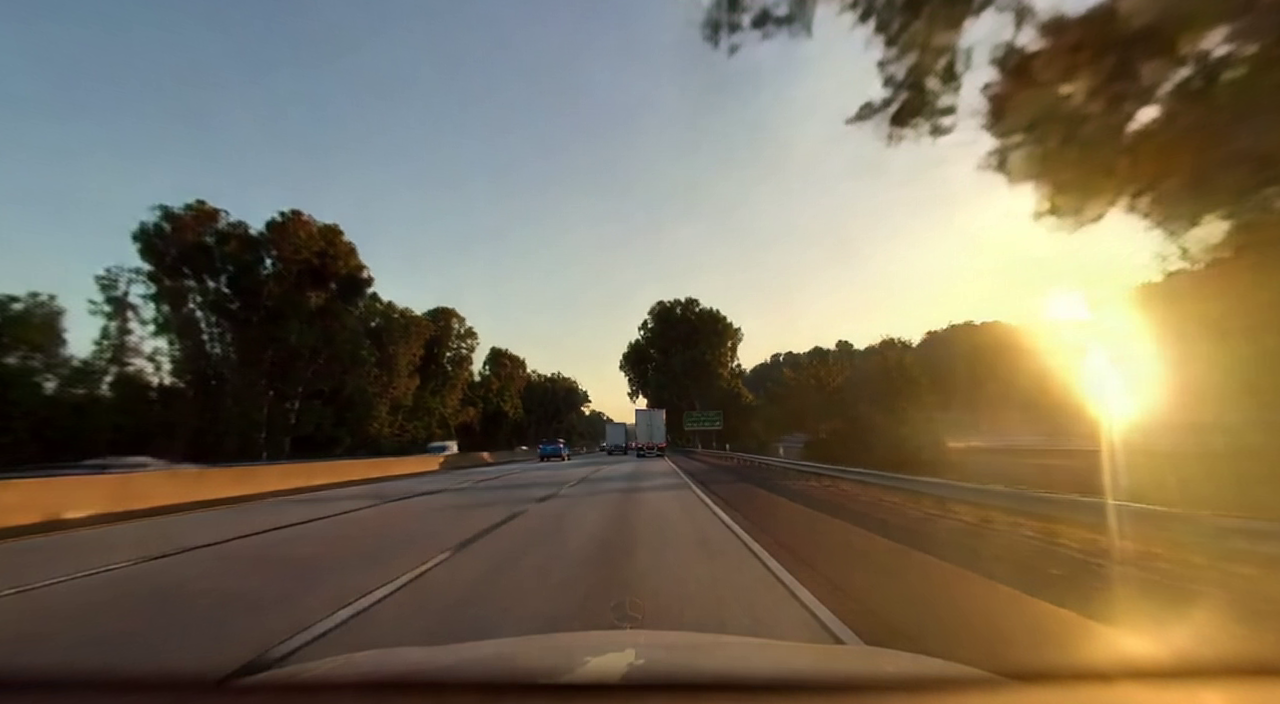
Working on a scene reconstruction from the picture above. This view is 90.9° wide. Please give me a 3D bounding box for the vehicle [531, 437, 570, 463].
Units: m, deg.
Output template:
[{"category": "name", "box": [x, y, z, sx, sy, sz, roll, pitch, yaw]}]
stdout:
[{"category": "vehicle", "box": [-6.779, 7.512, 48.312, 2.149, 1.884, 4.627, 0, -8, 2]}]
